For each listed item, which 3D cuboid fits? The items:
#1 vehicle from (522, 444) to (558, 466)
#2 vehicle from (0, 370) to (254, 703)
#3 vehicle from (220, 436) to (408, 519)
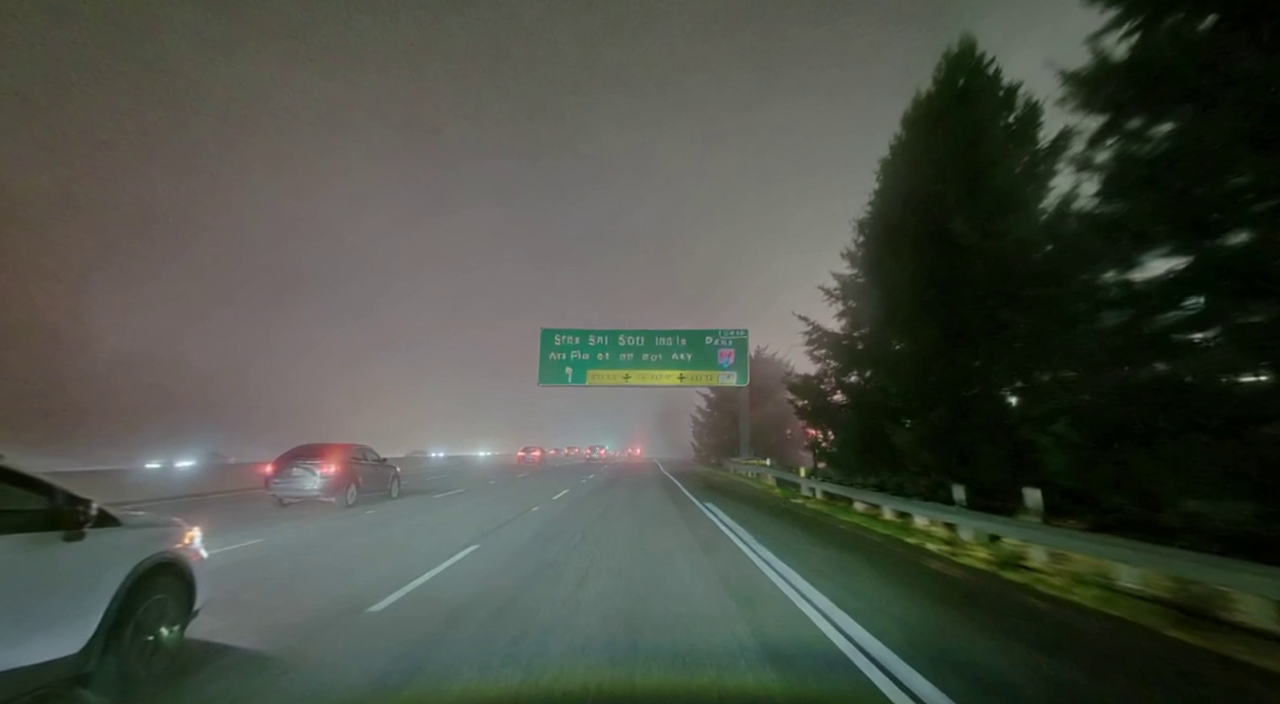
[{"bbox_3d":[-7.690,7.970,48.850,2.075,1.642,4.638,0,-8,0],"label":"vehicle"},{"bbox_3d":[-3.919,0.876,2.314,2.036,1.717,4.592,0,-9,1],"label":"vehicle"},{"bbox_3d":[-7.530,2.919,15.219,2.071,1.661,4.540,0,-9,0],"label":"vehicle"}]
